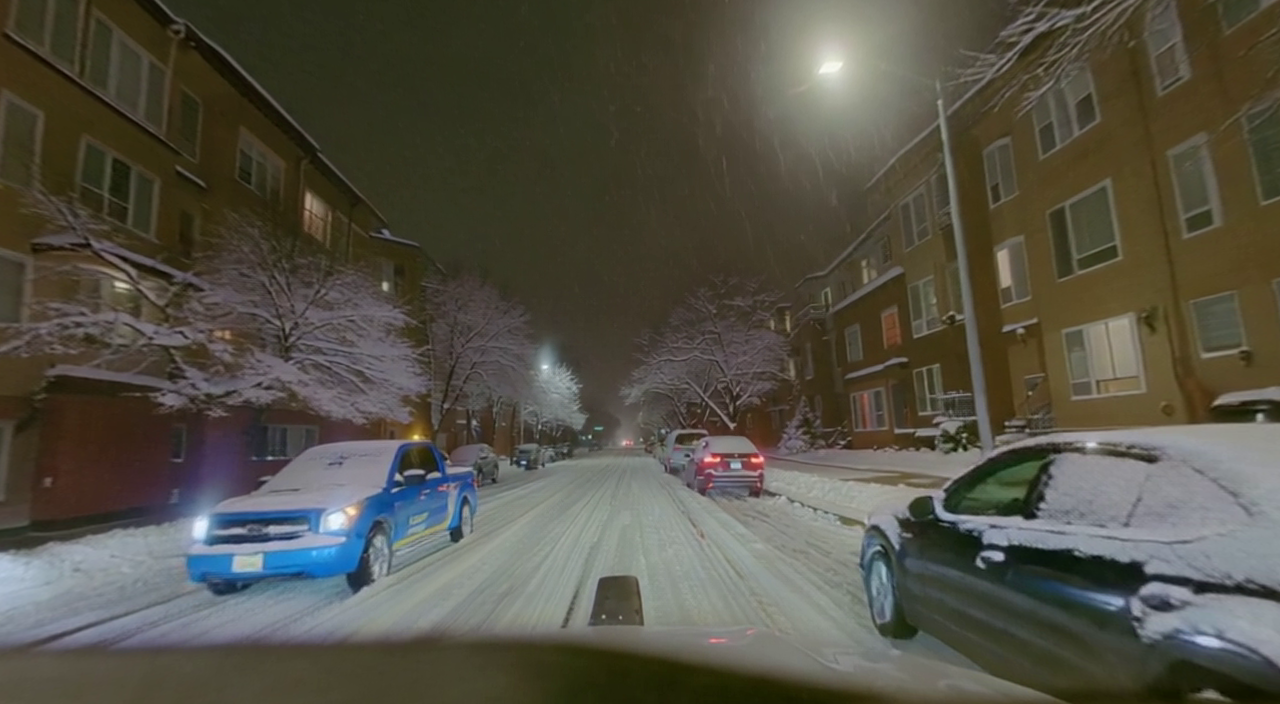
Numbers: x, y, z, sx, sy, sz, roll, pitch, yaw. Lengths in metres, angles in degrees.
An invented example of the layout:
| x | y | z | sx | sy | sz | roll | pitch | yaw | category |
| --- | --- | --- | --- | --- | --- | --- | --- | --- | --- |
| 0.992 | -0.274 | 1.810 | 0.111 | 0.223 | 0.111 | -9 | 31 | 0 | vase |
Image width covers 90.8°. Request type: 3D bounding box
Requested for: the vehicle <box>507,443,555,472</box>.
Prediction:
| x | y | z | sx | sy | sz | roll | pitch | yaw | category |
| --- | --- | --- | --- | --- | --- | --- | --- | --- | --- |
| -6.362 | 6.198 | 37.377 | 1.959 | 1.490 | 4.361 | 0 | -7 | 1 | vehicle |

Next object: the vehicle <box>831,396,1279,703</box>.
| x | y | z | sx | sy | sz | roll | pitch | yaw | category |
| --- | --- | --- | --- | --- | --- | --- | --- | --- | --- |
| 2.610 | 1.023 | 2.792 | 1.845 | 1.479 | 4.727 | 0 | -8 | -3 | vehicle |

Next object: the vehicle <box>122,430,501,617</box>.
| x | y | z | sx | sy | sz | roll | pitch | yaw | category |
| --- | --- | --- | --- | --- | --- | --- | --- | --- | --- |
| -3.224 | 1.735 | 7.484 | 1.966 | 1.515 | 4.394 | 0 | -8 | 3 | vehicle |

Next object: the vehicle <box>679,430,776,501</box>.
| x | y | z | sx | sy | sz | roll | pitch | yaw | category |
| --- | --- | --- | --- | --- | --- | --- | --- | --- | --- |
| 2.199 | 2.979 | 17.049 | 1.878 | 1.664 | 4.033 | 0 | -8 | -3 | vehicle |
